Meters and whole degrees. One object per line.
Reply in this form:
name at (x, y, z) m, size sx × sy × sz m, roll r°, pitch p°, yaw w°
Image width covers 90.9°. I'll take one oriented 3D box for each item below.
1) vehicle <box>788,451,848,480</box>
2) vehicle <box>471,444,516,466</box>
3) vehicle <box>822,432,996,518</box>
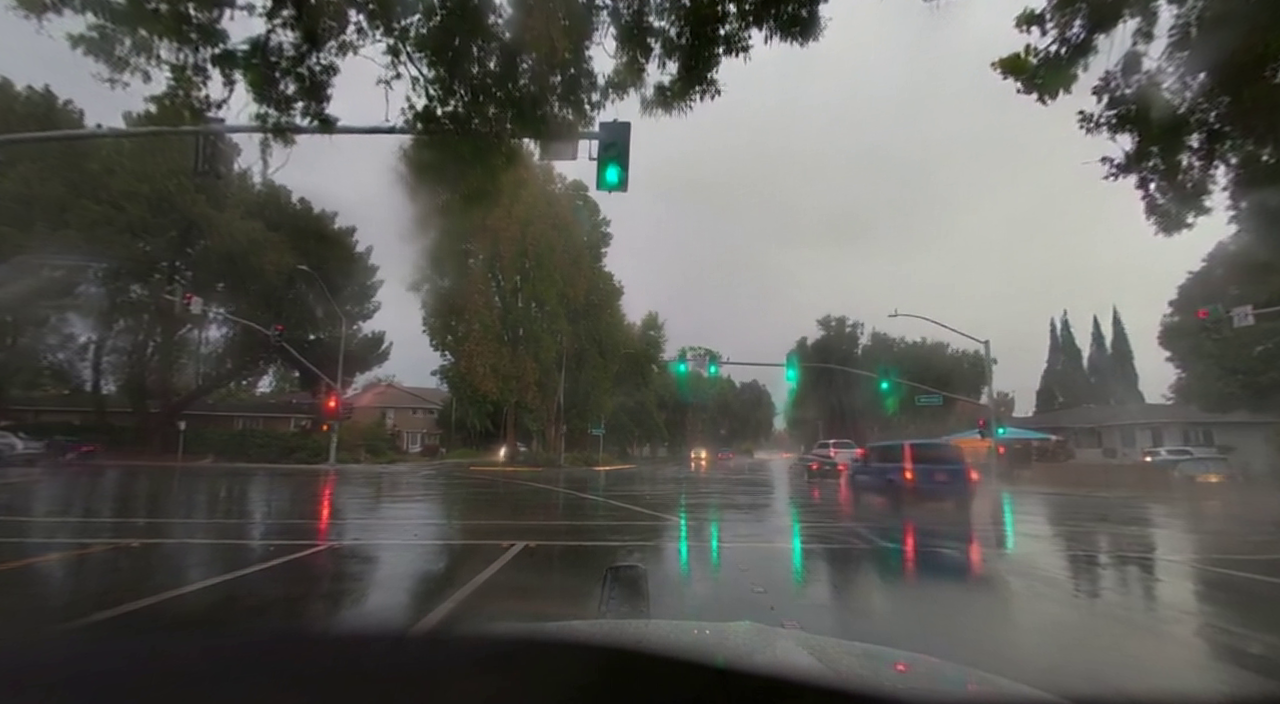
vehicle at (9.847, 6.292, 35.239) m, size 1.947 × 1.481 × 4.745 m, roll 0°, pitch -9°, yaw 0°
vehicle at (-10.526, 7.415, 45.582) m, size 2.039 × 1.519 × 4.356 m, roll -1°, pitch -9°, yaw 2°
vehicle at (6.504, 3.019, 16.026) m, size 2.239 × 1.812 × 4.812 m, roll 0°, pitch -9°, yaw 0°
